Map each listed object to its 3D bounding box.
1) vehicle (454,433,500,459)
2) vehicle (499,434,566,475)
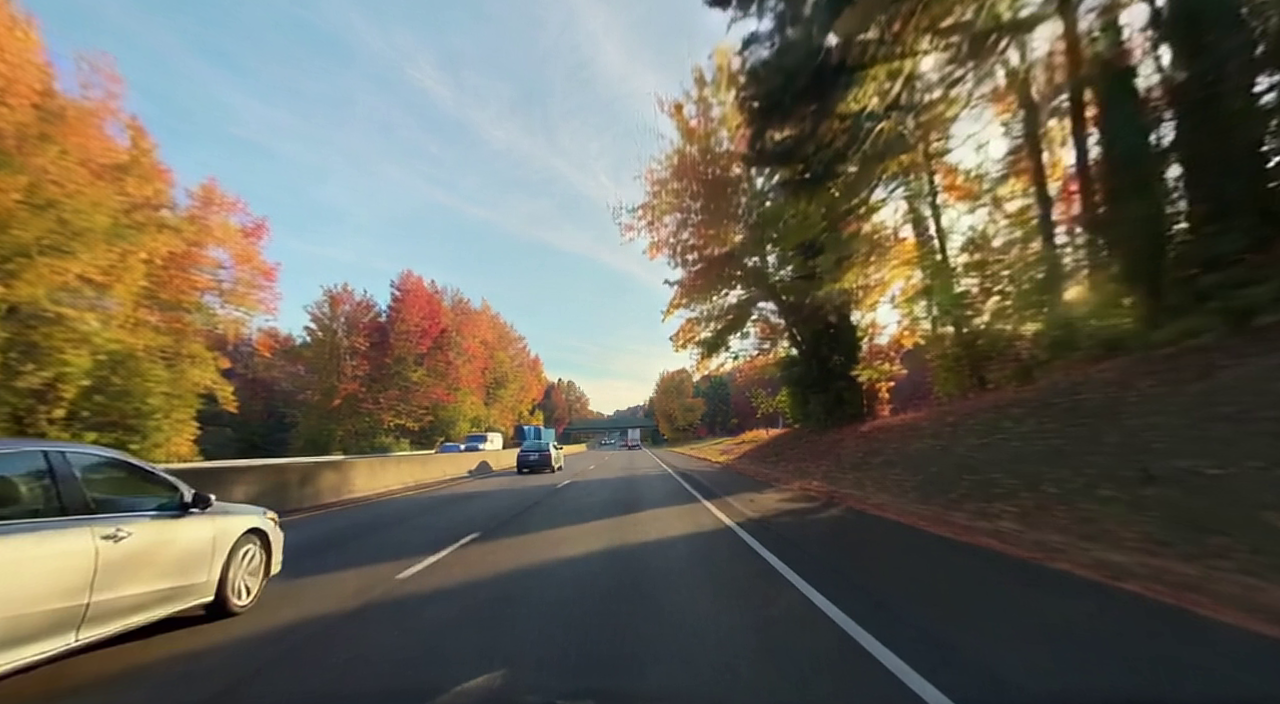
[{"bbox_3d":[-12.254,7.096,47.599,2.098,1.796,4.845,0,-8,1],"label":"vehicle"},{"bbox_3d":[-4.370,4.249,26.289,2.002,1.553,4.247,0,-8,0],"label":"vehicle"}]
